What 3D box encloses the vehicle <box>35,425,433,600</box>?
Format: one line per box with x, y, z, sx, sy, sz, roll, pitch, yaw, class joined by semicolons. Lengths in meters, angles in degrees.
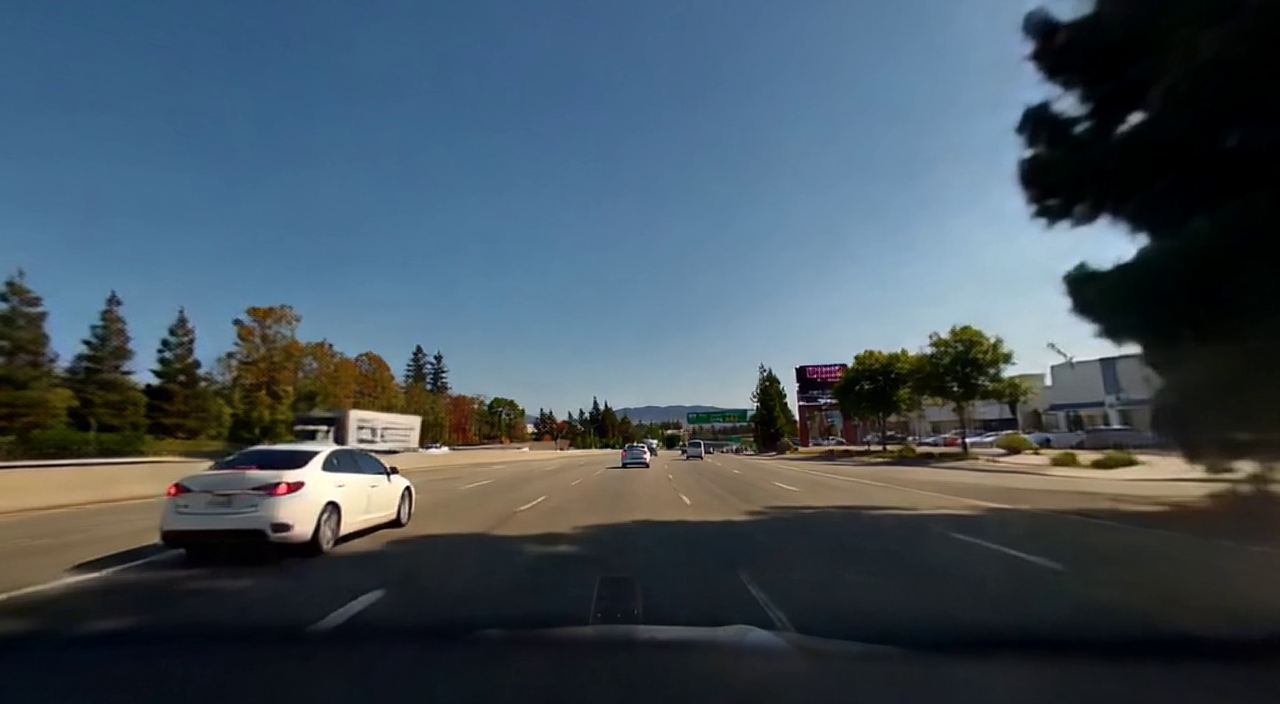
-4.282;1.725;7.818;1.907;1.483;4.562;-1;-8;0;vehicle

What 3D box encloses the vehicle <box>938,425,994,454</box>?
24.125;6.453;46.647;4.718;1.998;2.027;7;-11;-42;vehicle

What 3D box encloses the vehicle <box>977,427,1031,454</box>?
25.896;6.282;44.881;4.384;1.848;2.061;7;-11;-43;vehicle

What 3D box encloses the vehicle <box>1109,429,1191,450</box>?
38.115;6.571;47.261;4.372;1.479;1.754;-2;-8;7;vehicle

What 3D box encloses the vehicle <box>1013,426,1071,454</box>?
27.298;5.958;42.809;4.472;1.804;2.149;7;-10;-43;vehicle

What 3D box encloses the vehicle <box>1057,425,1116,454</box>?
28.827;5.618;40.744;4.690;1.731;2.065;7;-8;-42;vehicle

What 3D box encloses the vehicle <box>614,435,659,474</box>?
-0.115;5.411;33.595;2.155;1.856;4.796;-1;-8;2;vehicle
